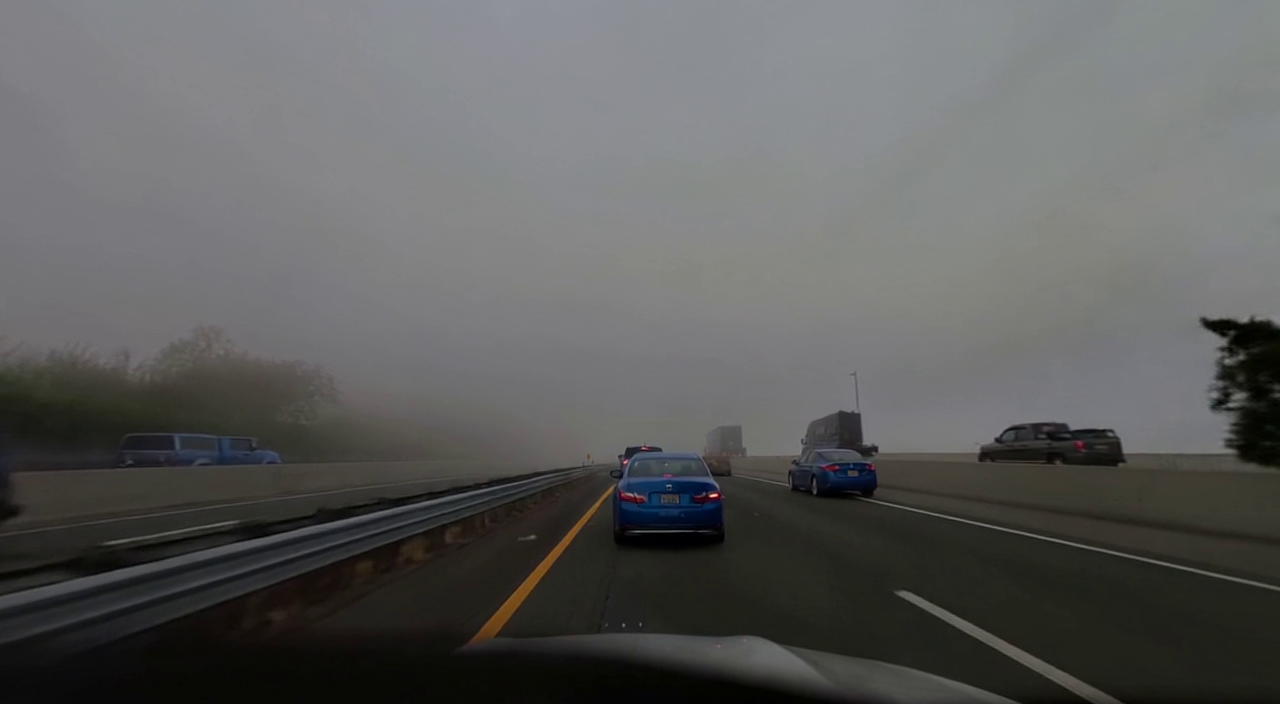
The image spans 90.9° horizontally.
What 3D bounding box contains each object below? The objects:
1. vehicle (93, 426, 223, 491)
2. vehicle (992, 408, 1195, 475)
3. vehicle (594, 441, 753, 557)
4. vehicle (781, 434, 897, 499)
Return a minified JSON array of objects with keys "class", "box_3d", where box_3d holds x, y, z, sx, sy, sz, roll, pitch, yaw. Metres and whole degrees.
[{"class":"vehicle","box_3d":[-33.566,7.402,44.423,2.902,3.981,7.819,-3,-8,0]},{"class":"vehicle","box_3d":[31.486,6.532,45.269,2.822,3.996,14.073,1,-9,-7]},{"class":"vehicle","box_3d":[0.430,2.223,10.188,2.076,1.485,3.774,0,-9,0]},{"class":"vehicle","box_3d":[6.265,3.667,20.511,2.177,1.827,4.565,0,-9,-1]}]
